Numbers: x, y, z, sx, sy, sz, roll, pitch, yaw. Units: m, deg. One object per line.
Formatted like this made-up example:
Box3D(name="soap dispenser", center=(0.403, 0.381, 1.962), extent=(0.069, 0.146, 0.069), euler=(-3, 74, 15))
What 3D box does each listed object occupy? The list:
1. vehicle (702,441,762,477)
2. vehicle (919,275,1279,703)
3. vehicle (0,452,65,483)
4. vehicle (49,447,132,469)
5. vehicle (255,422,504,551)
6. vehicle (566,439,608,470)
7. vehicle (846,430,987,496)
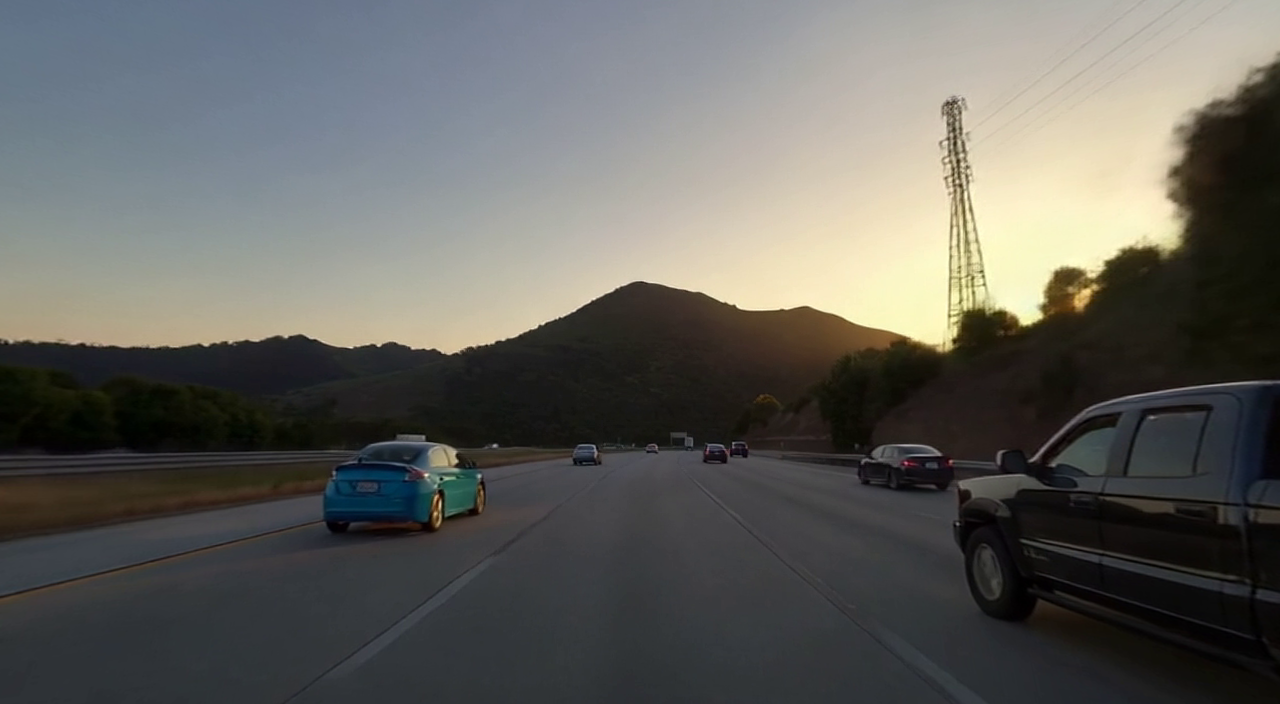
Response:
Box3D(name="vehicle", center=(4.040, 4.777, 28.401), extent=(2.046, 1.471, 4.333), euler=(0, -9, 0))
Box3D(name="vehicle", center=(3.462, 0.742, 2.780), extent=(2.098, 1.925, 5.171), euler=(0, -9, 1))
Box3D(name="vehicle", center=(-32.570, 5.926, 32.428), extent=(1.717, 1.467, 4.403), euler=(0, -8, 2))
Box3D(name="vehicle", center=(-41.134, 7.937, 47.347), extent=(1.843, 1.548, 4.804), euler=(0, -9, 1))
Box3D(name="vehicle", center=(-3.845, 2.069, 10.408), extent=(2.113, 1.636, 4.494), euler=(0, -9, 1))
Box3D(name="vehicle", center=(-3.126, 6.130, 37.857), extent=(2.021, 1.679, 4.310), euler=(-1, -9, 2))
Box3D(name="vehicle", center=(7.594, 3.092, 17.926), extent=(1.986, 1.633, 4.430), euler=(0, -9, 0))
